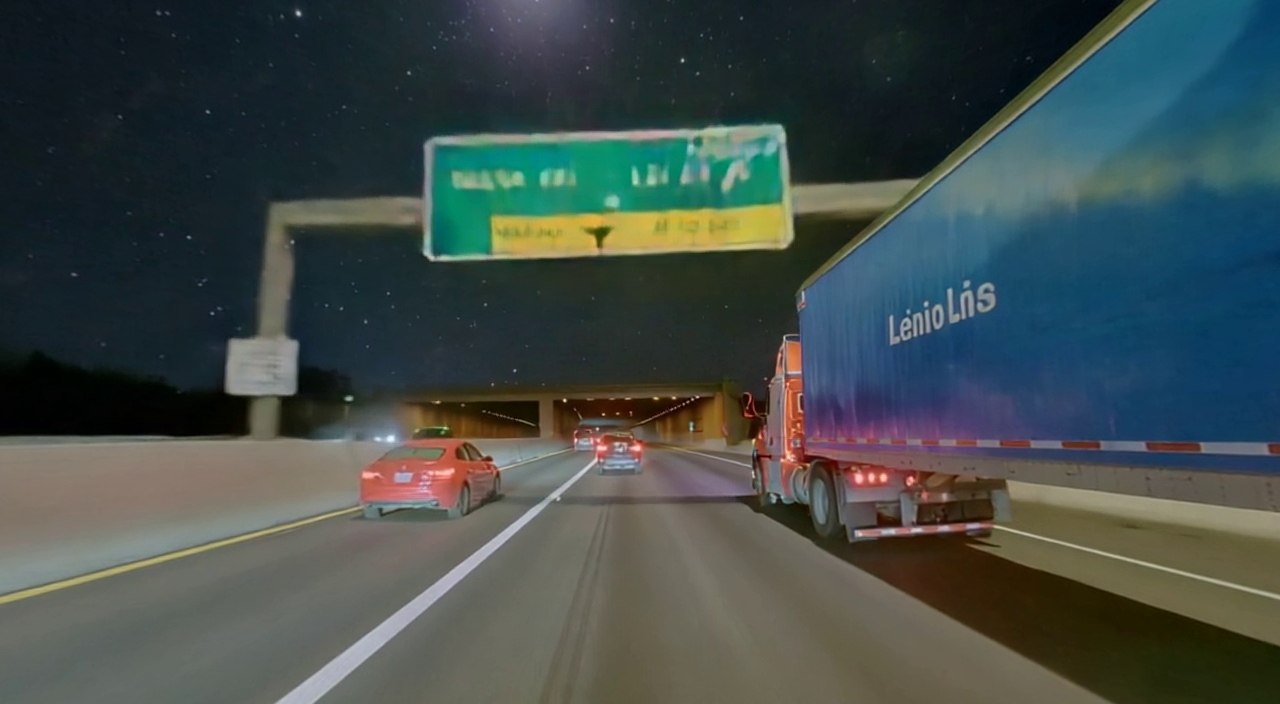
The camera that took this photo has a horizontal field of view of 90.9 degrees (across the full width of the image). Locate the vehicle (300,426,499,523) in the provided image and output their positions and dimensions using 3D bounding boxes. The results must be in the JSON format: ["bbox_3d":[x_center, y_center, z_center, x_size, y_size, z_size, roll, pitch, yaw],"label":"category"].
[{"bbox_3d":[-4.122,2.147,11.724,2.019,1.435,4.317,0,-8,0],"label":"vehicle"}]

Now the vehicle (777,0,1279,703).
[{"bbox_3d":[3.869,-0.204,3.535,2.842,4.108,14.081,0,-8,-1],"label":"vehicle"}]

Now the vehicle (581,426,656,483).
[{"bbox_3d":[-0.637,3.150,19.738,2.094,1.600,3.666,0,-8,-1],"label":"vehicle"}]
